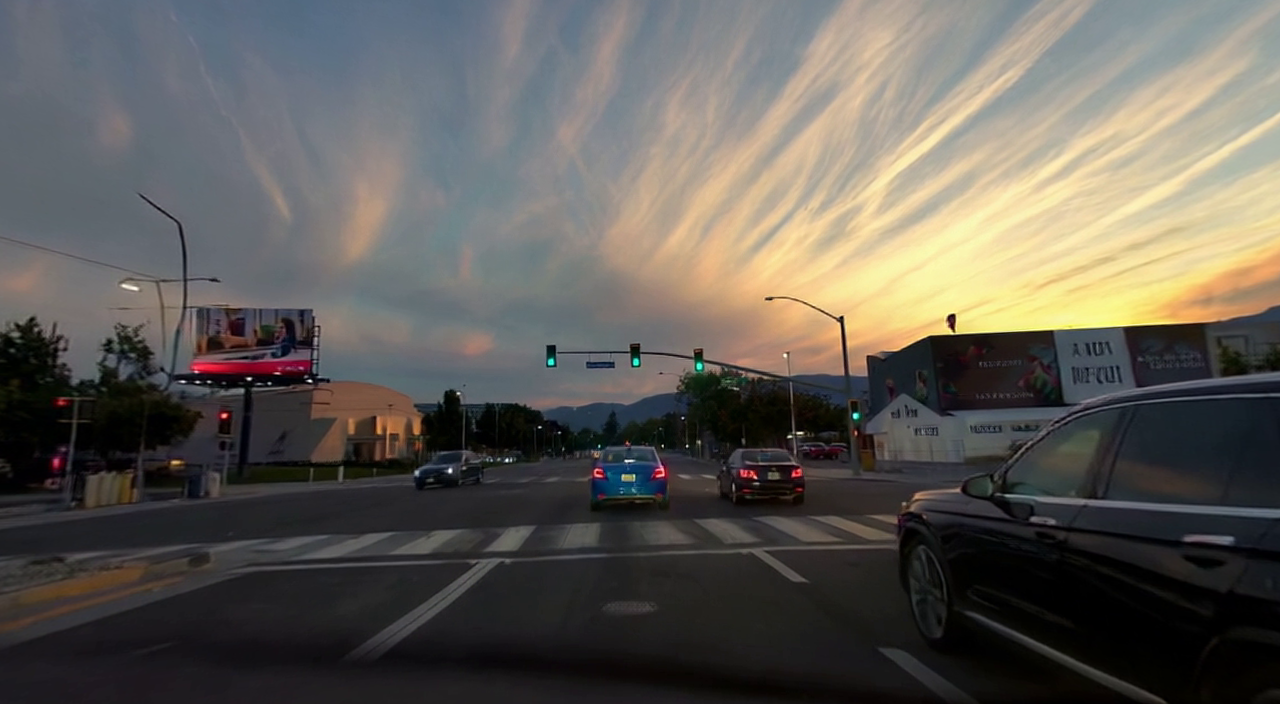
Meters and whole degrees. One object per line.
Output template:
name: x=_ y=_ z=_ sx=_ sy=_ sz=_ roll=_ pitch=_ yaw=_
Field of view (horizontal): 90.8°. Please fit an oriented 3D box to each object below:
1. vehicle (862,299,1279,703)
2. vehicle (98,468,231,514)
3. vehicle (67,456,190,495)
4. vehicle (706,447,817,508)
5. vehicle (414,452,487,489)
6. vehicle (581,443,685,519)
vehicle: x=2.980 y=0.926 z=3.224 sx=2.047 sy=1.785 sz=4.357 roll=0 pitch=-8 yaw=-1
vehicle: x=-19.181 y=5.594 z=25.798 sx=1.942 sy=1.453 sz=4.448 roll=0 pitch=-8 yaw=0
vehicle: x=-27.618 y=6.659 z=34.418 sx=2.300 sy=1.932 sz=5.056 roll=0 pitch=-9 yaw=2
vehicle: x=3.138 y=3.328 z=17.296 sx=2.009 sy=1.414 sz=4.416 roll=0 pitch=-8 yaw=-2
vehicle: x=-8.684 y=5.438 z=29.332 sx=1.879 sy=1.510 sz=4.619 roll=0 pitch=-8 yaw=1
vehicle: x=-0.192 y=2.895 z=14.704 sx=2.095 sy=1.502 sz=3.873 roll=0 pitch=-8 yaw=-2
